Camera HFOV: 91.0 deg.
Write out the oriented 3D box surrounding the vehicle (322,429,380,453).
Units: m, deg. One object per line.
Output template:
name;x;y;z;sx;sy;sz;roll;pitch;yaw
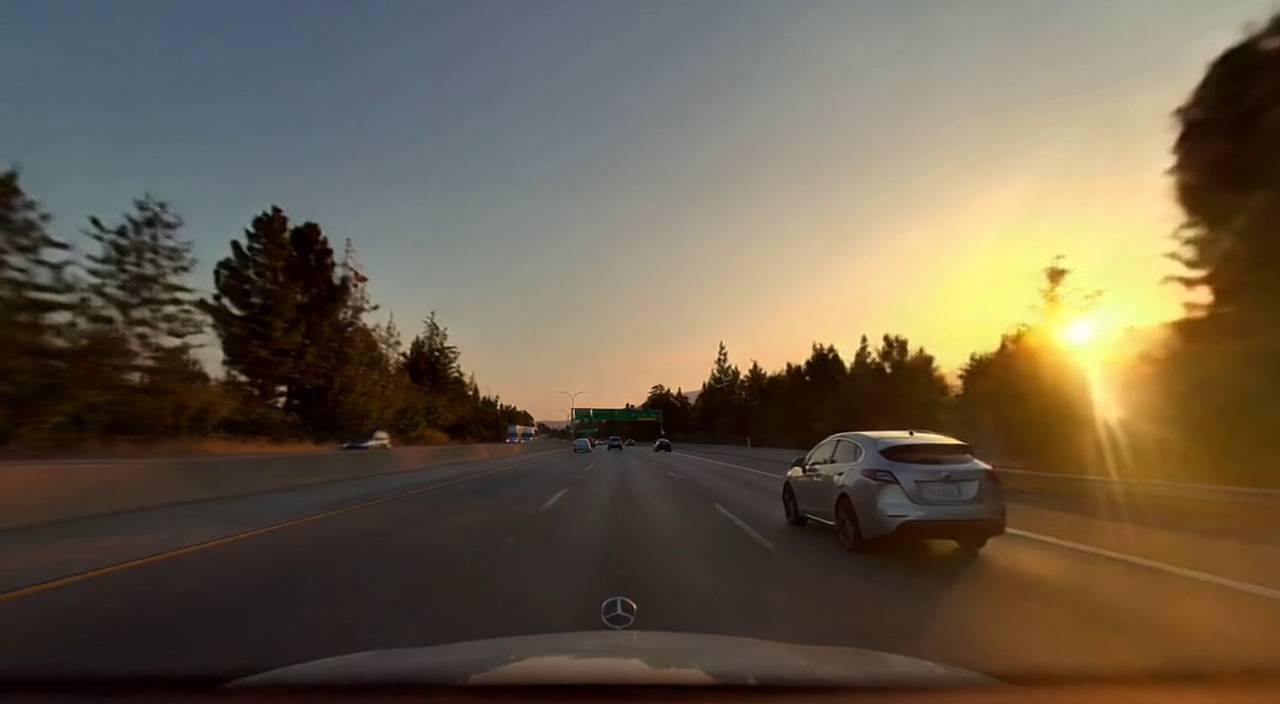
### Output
vehicle;-20.164;6.240;44.133;1.930;1.583;4.681;0;-8;-1
